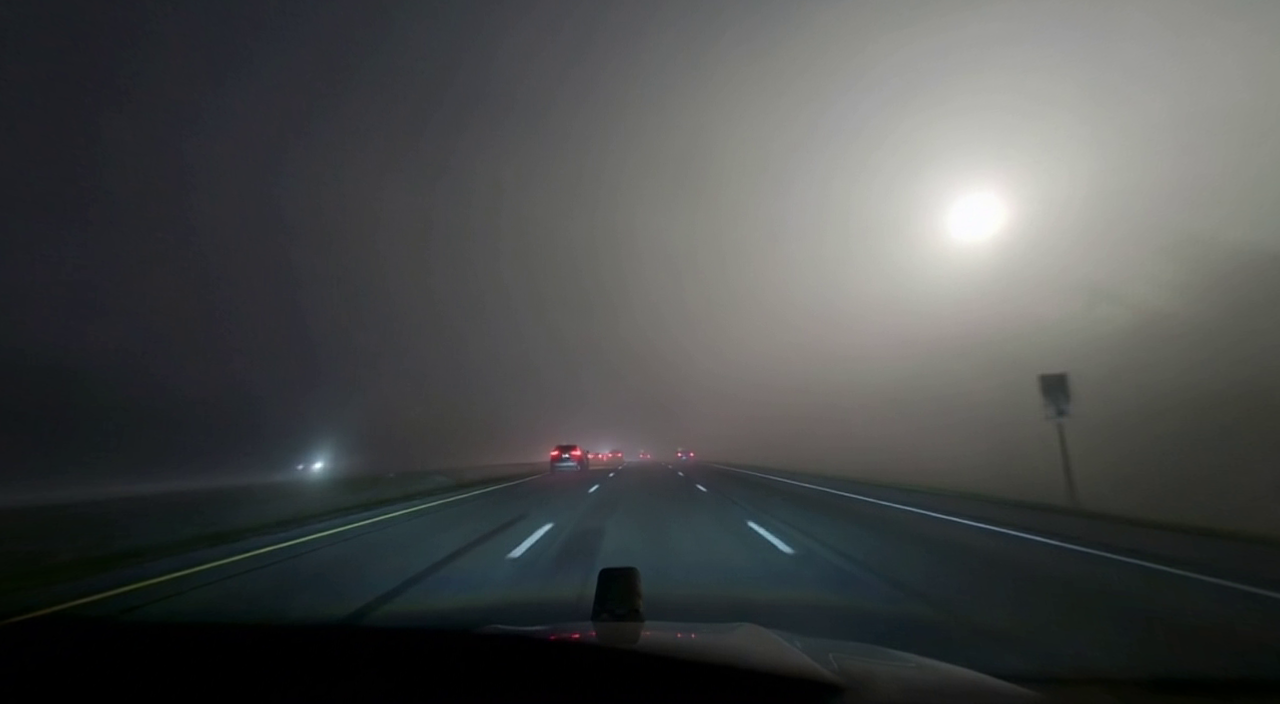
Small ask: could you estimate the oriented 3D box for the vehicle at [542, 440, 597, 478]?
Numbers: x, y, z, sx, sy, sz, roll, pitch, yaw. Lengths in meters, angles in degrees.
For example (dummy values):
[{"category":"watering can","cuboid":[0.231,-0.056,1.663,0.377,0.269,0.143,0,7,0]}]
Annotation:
[{"category":"vehicle","cuboid":[-3.345,5.157,30.550,2.070,1.707,4.309,0,-9,1]}]
